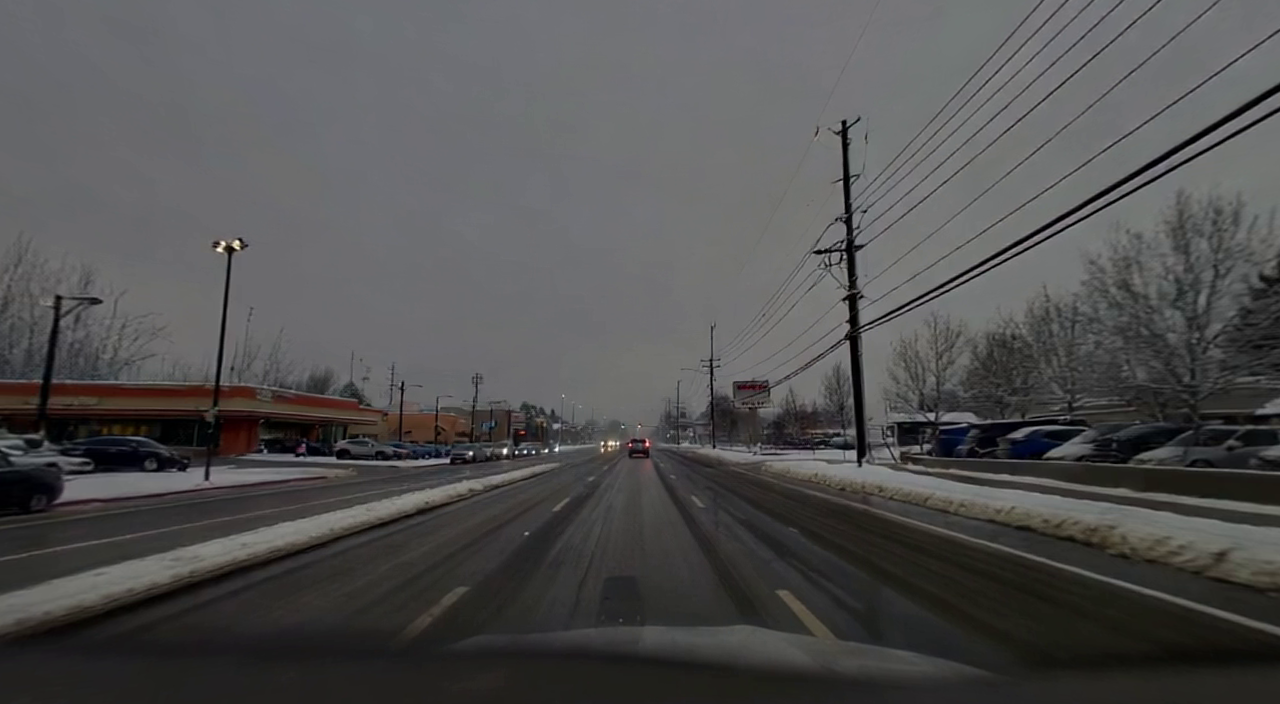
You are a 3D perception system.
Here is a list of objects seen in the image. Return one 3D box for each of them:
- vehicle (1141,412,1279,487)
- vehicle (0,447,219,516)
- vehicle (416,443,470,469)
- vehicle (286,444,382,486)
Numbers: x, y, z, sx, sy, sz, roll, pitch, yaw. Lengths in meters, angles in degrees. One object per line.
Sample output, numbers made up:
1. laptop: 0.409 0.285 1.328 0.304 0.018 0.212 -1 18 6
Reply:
1. vehicle: 14.417 2.207 14.403 4.142 1.568 2.103 0 -8 2
2. vehicle: -13.499 3.200 16.243 1.921 1.453 5.024 0 -8 0
3. vehicle: -13.614 7.210 43.928 2.014 1.523 5.092 -3 -8 1
4. vehicle: -13.628 5.022 28.487 1.955 1.549 5.009 -2 -8 -1
